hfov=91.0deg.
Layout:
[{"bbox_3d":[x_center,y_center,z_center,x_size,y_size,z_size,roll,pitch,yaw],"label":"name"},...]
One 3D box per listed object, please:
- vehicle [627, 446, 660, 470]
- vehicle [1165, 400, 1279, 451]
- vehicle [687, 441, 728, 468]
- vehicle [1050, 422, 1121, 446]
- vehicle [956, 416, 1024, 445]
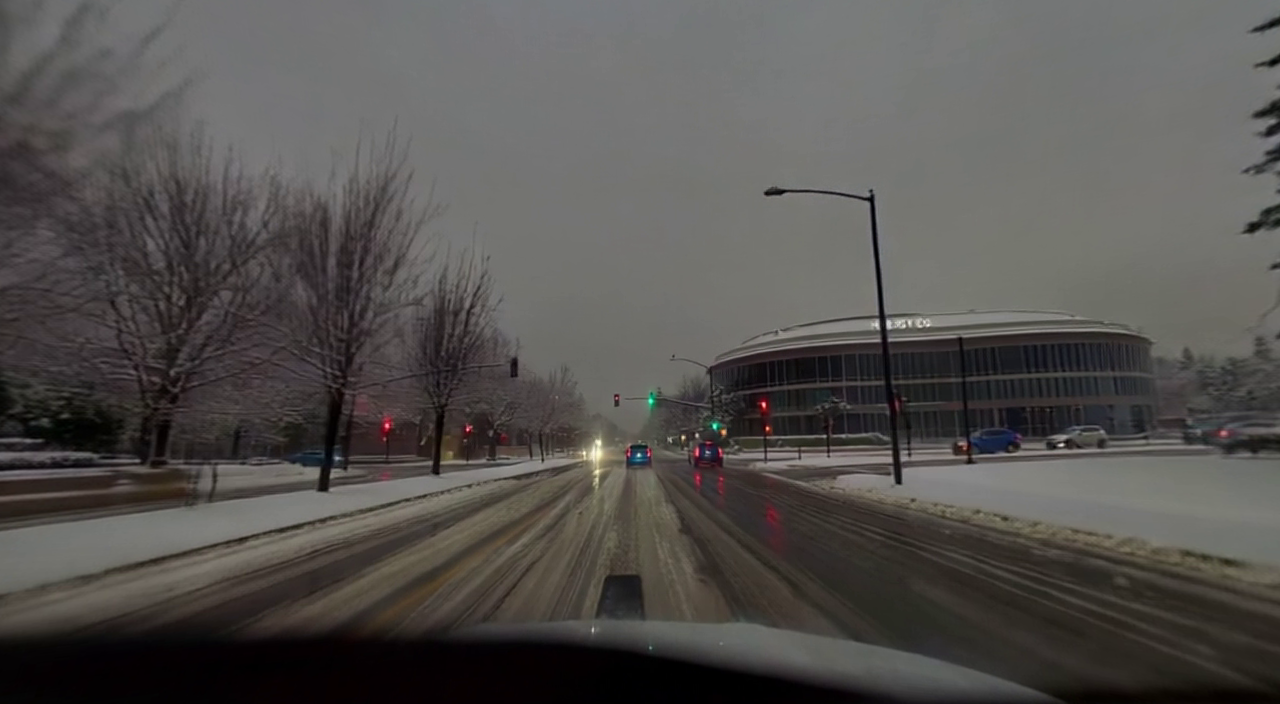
[{"bbox_3d":[0.202,7.099,42.233,2.014,1.525,4.197,1,-9,-2],"label":"vehicle"},{"bbox_3d":[48.379,5.733,49.296,11.341,3.555,3.053,-2,-10,1],"label":"vehicle"},{"bbox_3d":[4.566,7.036,43.395,2.174,1.749,4.739,1,-9,-2],"label":"vehicle"},{"bbox_3d":[30.447,5.637,43.165,1.729,1.507,4.279,-1,-9,1],"label":"vehicle"},{"bbox_3d":[23.440,5.352,42.431,1.887,1.635,4.695,1,-10,0],"label":"vehicle"}]
